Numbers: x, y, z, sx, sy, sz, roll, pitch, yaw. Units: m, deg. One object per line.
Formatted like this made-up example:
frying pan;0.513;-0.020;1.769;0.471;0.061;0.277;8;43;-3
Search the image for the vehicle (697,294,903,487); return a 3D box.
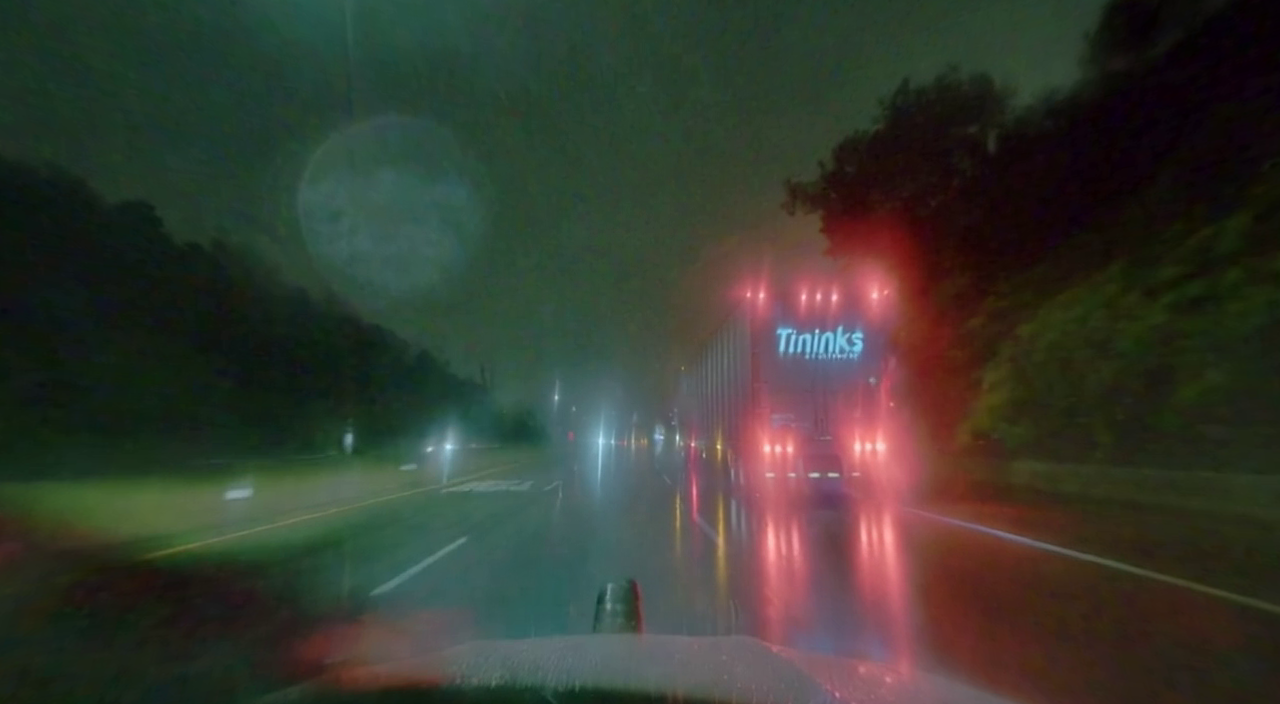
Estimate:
vehicle;3.815;1.586;19.644;2.850;3.894;13.987;0;-7;0
